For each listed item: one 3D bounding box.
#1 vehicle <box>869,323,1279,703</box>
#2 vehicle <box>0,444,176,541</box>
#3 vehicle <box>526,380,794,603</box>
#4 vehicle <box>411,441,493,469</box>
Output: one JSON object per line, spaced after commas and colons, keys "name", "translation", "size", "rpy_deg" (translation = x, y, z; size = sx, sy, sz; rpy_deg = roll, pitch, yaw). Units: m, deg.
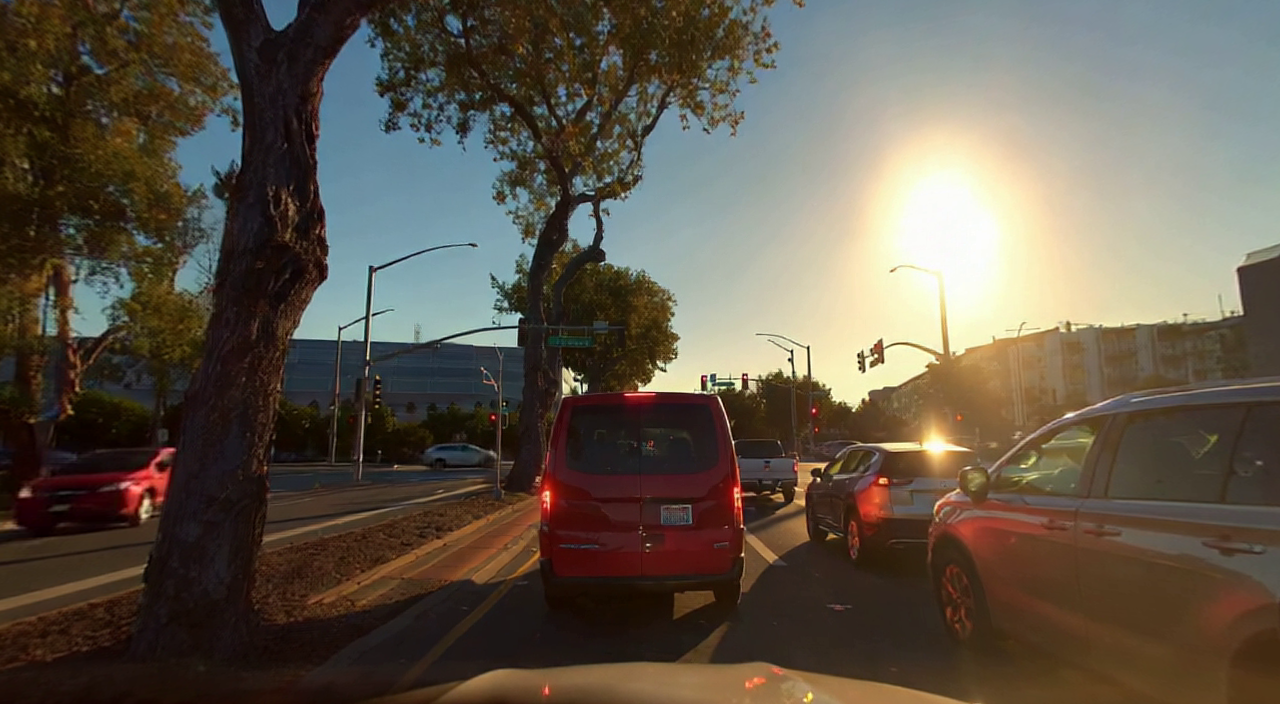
{"name": "vehicle", "translation": [2.903, 0.948, 3.165], "size": [1.971, 1.663, 4.287], "rpy_deg": [0, -8, 2]}
{"name": "vehicle", "translation": [-11.071, 2.665, 12.777], "size": [2.023, 1.488, 4.654], "rpy_deg": [1, -8, -29]}
{"name": "vehicle", "translation": [0.180, 1.466, 7.443], "size": [2.185, 1.822, 4.391], "rpy_deg": [0, -8, 1]}
{"name": "vehicle", "translation": [-11.121, 6.108, 37.501], "size": [4.498, 1.547, 1.886], "rpy_deg": [2, -9, -16]}
